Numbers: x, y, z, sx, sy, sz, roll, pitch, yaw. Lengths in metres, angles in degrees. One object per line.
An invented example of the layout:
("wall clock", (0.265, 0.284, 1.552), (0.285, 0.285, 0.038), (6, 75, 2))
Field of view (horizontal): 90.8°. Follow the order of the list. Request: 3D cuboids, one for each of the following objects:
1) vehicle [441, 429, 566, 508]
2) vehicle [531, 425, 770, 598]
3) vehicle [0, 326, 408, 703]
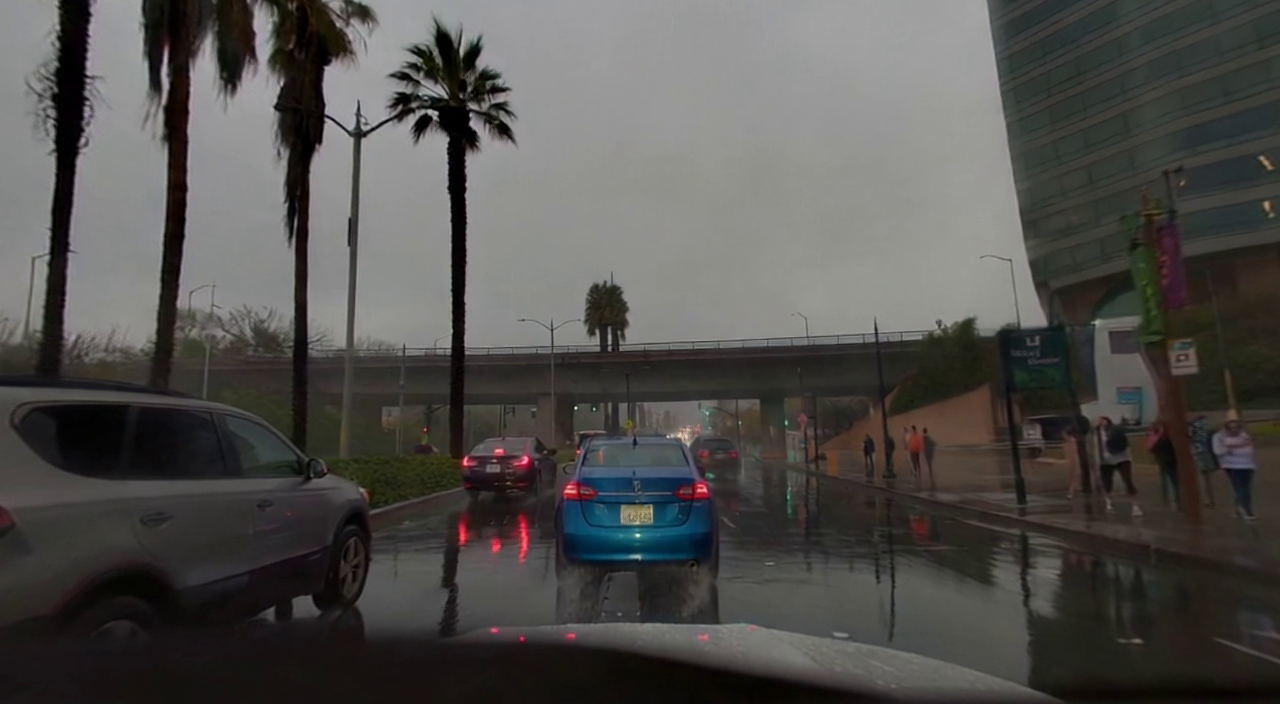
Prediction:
("vehicle", (-3.100, 2.745, 15.297), (1.955, 1.637, 4.032), (0, -8, 3))
("vehicle", (0.052, 1.672, 7.533), (2.036, 1.461, 4.129), (0, -8, -1))
("vehicle", (-3.260, 1.009, 3.740), (2.014, 1.740, 4.359), (0, -8, 1))
